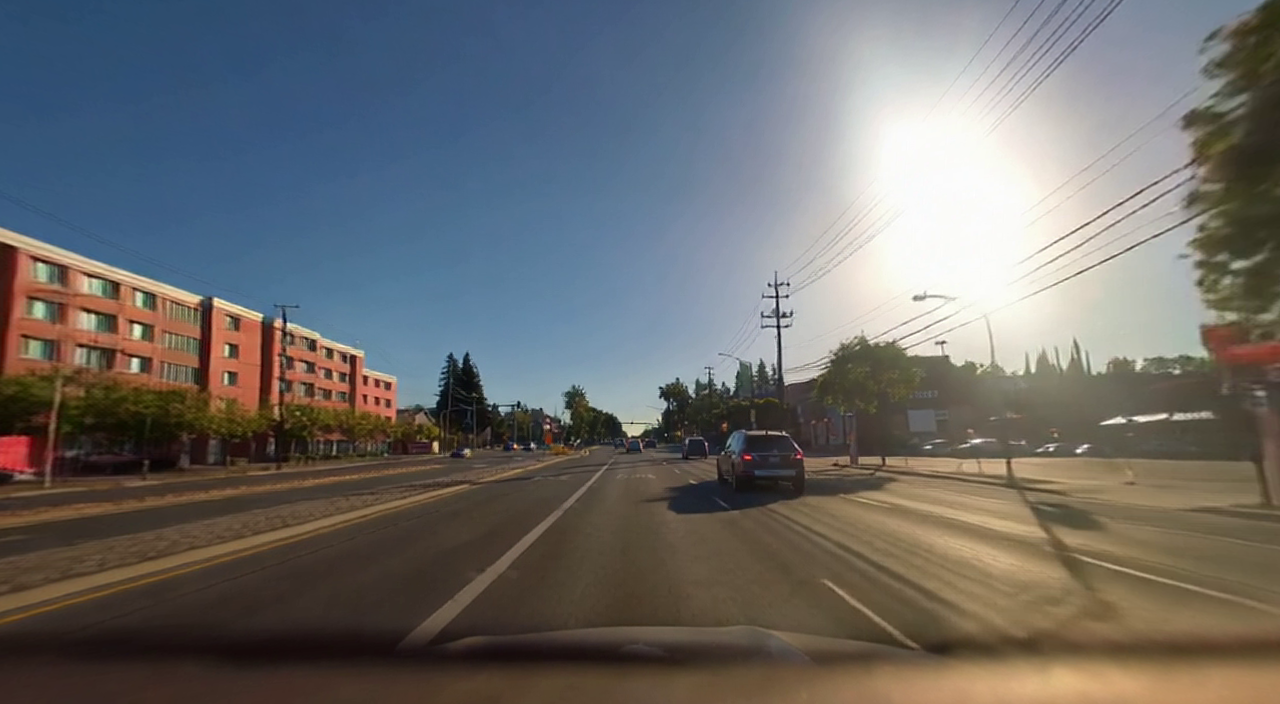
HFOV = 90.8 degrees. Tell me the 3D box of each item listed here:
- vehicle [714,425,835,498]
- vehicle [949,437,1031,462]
[{"bbox_3d":[3.403,2.869,16.933,2.128,1.699,4.222,0,-8,-2],"label":"vehicle"},{"bbox_3d":[24.767,6.909,44.772,4.599,1.647,1.924,0,-8,1],"label":"vehicle"}]
